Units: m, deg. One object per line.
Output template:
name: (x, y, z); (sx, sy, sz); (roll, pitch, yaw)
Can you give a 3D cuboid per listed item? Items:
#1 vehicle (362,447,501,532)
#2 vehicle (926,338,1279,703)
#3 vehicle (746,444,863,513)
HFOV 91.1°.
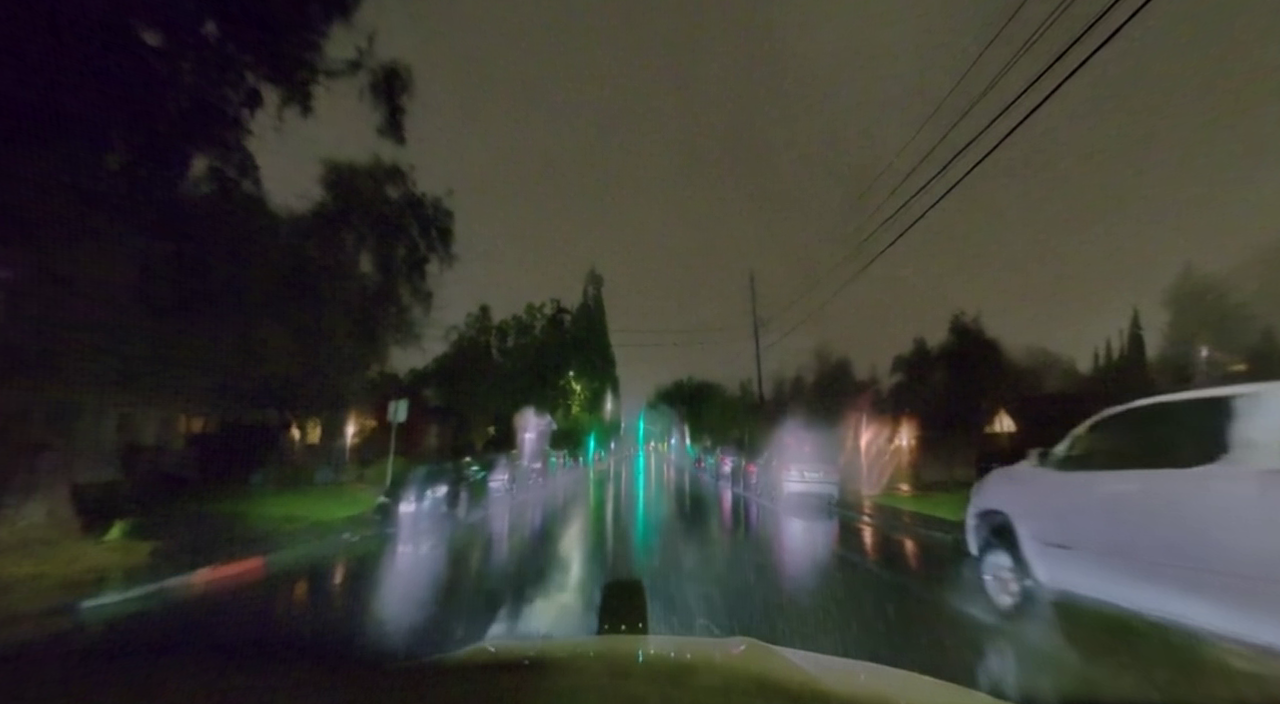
vehicle: (-4.502, 2.985, 14.303); (1.870, 1.562, 4.212); (-1, -9, -2)
vehicle: (4.036, 1.027, 3.720); (2.215, 1.897, 5.131); (0, -9, 0)
vehicle: (4.097, 3.219, 16.460); (1.862, 1.525, 4.421); (0, -9, 0)
